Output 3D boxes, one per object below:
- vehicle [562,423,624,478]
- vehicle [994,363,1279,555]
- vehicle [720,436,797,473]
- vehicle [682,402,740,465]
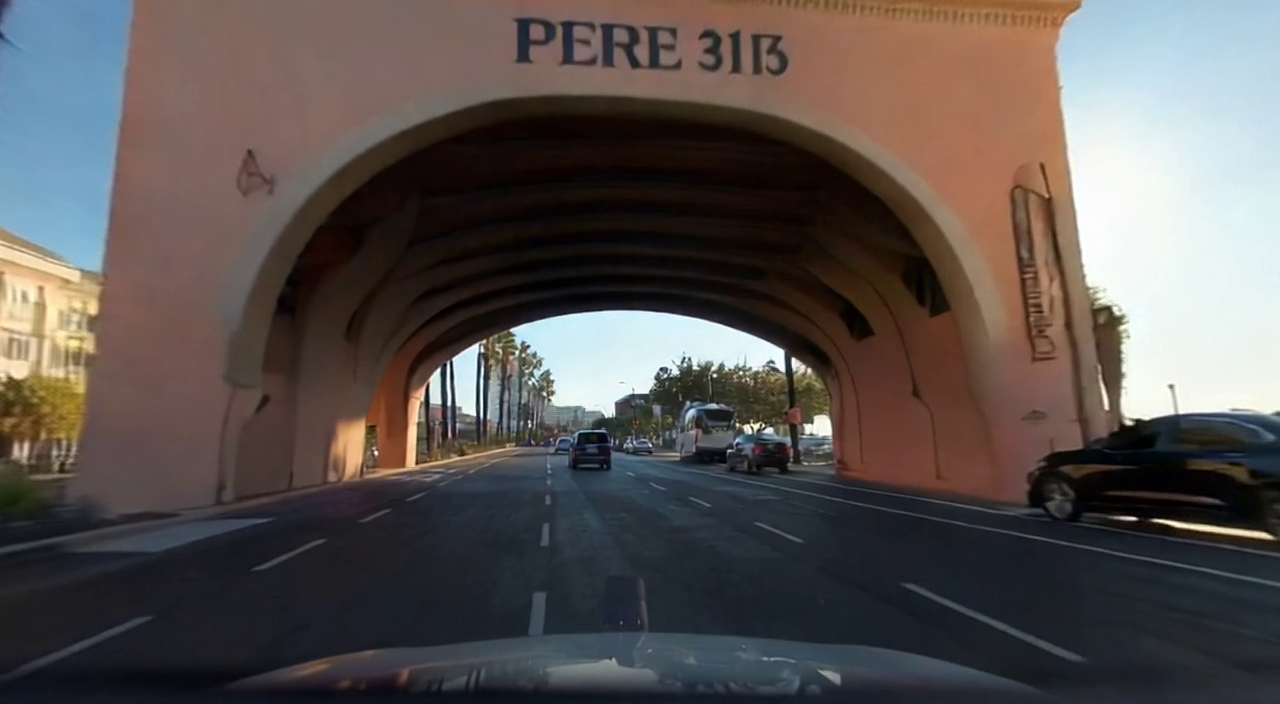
[{"bbox_3d":[-2.139,4.130,26.768,2.284,2.010,6.670,1,-9,-7],"label":"vehicle"},{"bbox_3d":[7.858,1.389,8.431,2.417,2.030,5.711,1,-9,-7],"label":"vehicle"},{"bbox_3d":[5.057,4.470,27.768,2.015,1.486,4.501,1,-9,-7],"label":"vehicle"},{"bbox_3d":[4.053,4.789,36.923,2.821,3.470,3.590,0,-9,-1],"label":"vehicle"}]
